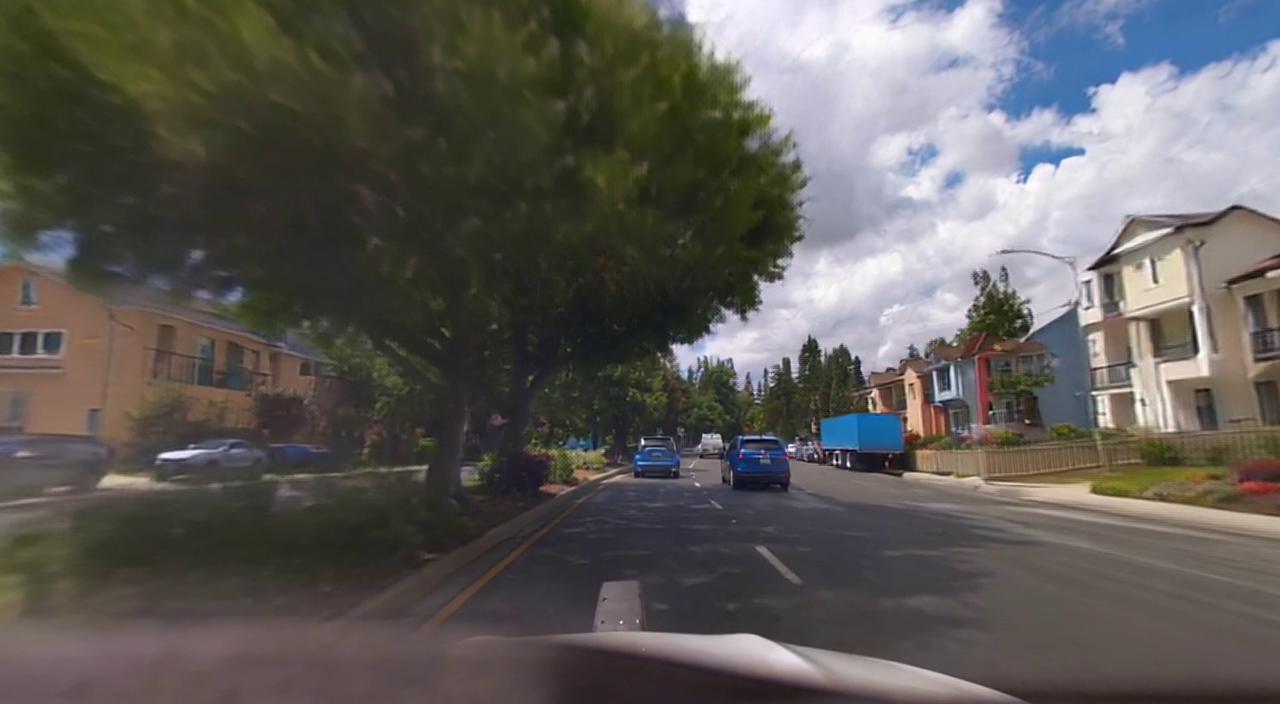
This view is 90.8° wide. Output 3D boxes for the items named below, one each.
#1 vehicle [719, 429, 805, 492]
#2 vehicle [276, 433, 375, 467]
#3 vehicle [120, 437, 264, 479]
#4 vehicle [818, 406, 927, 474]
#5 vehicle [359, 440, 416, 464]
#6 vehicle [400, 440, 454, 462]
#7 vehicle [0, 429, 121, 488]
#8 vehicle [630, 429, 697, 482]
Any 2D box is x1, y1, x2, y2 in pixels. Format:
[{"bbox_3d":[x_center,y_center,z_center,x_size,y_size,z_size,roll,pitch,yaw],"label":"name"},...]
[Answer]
[{"bbox_3d":[3.835,3.495,20.678,2.033,1.823,4.409,0,-9,1],"label":"vehicle"},{"bbox_3d":[-17.609,5.619,35.818,2.272,1.746,5.914,-1,-11,4],"label":"vehicle"},{"bbox_3d":[-18.008,4.334,25.770,2.008,1.487,5.078,-2,-10,2],"label":"vehicle"},{"bbox_3d":[12.220,4.783,34.045,3.705,3.221,6.779,-1,-9,5],"label":"vehicle"},{"bbox_3d":[-17.045,6.828,42.937,1.845,1.512,4.316,-2,-10,4],"label":"vehicle"},{"bbox_3d":[-16.362,7.678,48.783,1.951,1.513,5.107,-3,-10,6],"label":"vehicle"},{"bbox_3d":[-18.684,3.204,19.062,2.010,1.609,4.549,-1,-9,2],"label":"vehicle"},{"bbox_3d":[0.964,4.041,24.923,2.345,1.841,5.032,0,-9,3],"label":"vehicle"}]
